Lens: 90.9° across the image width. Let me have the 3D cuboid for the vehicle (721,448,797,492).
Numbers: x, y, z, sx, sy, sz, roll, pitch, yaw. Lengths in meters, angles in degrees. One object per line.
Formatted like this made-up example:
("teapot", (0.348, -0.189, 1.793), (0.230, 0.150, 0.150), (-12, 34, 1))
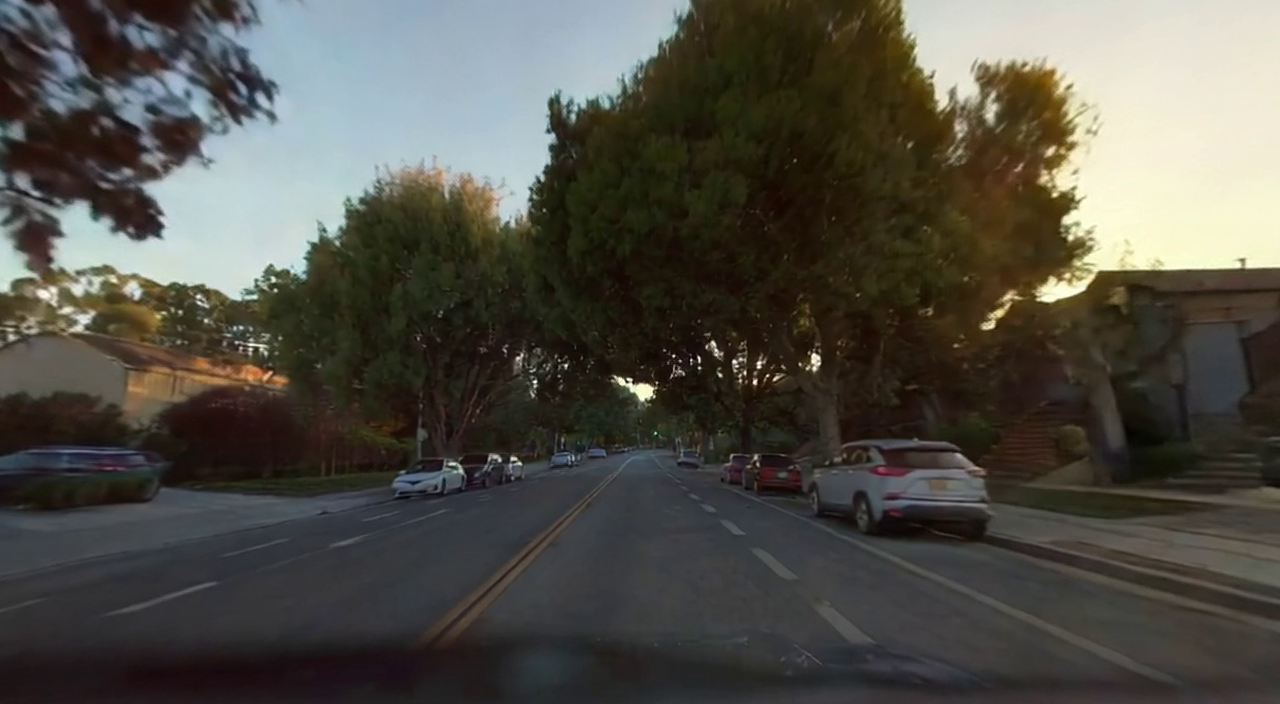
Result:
("vehicle", (4.415, 4.430, 24.150), (2.048, 1.469, 4.673), (0, -8, 1))

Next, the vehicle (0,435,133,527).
("vehicle", (-13.858, 2.792, 14.016), (3.513, 1.829, 1.976), (-1, -8, 7))

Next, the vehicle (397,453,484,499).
("vehicle", (-7.691, 4.795, 24.737), (1.971, 1.479, 4.307), (-1, -8, 1))

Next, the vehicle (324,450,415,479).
("vehicle", (-16.623, 6.906, 38.942), (4.619, 1.708, 2.087), (0, -8, -1))

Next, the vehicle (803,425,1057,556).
("vehicle", (4.527, 2.220, 10.925), (2.137, 1.747, 4.797), (0, -8, 1))

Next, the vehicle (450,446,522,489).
("vehicle", (-7.352, 5.519, 30.609), (2.218, 1.807, 5.032), (-1, -8, 0))
